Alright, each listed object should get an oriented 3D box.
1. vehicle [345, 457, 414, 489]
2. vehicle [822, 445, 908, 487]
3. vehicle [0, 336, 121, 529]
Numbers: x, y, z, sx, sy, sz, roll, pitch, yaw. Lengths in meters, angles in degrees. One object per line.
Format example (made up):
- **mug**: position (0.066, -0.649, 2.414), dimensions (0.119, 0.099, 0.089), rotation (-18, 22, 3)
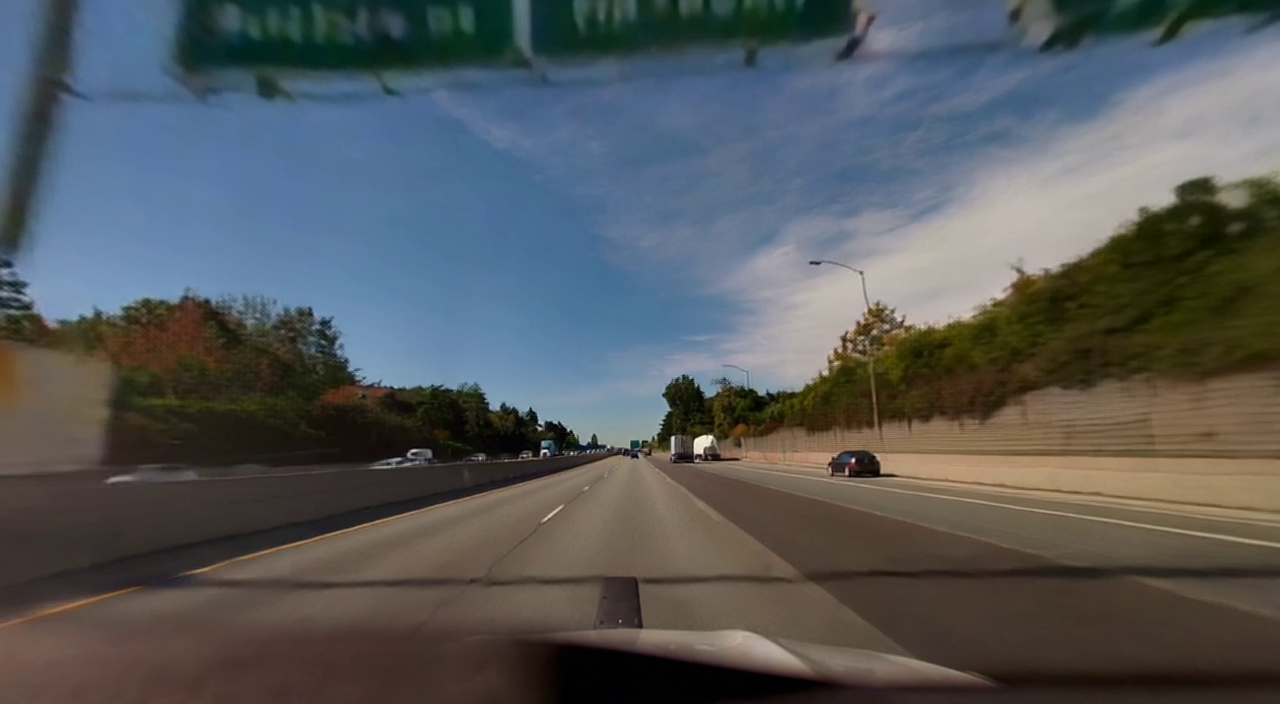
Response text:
- **vehicle**: position (-13.168, 6.112, 32.077), dimensions (1.802, 1.459, 4.061), rotation (0, -9, 0)
- **vehicle**: position (9.720, 4.930, 27.617), dimensions (1.950, 1.632, 4.845), rotation (0, -9, 0)
- **vehicle**: position (-16.481, 1.226, 10.337), dimensions (3.679, 4.369, 14.373), rotation (0, -9, 0)
